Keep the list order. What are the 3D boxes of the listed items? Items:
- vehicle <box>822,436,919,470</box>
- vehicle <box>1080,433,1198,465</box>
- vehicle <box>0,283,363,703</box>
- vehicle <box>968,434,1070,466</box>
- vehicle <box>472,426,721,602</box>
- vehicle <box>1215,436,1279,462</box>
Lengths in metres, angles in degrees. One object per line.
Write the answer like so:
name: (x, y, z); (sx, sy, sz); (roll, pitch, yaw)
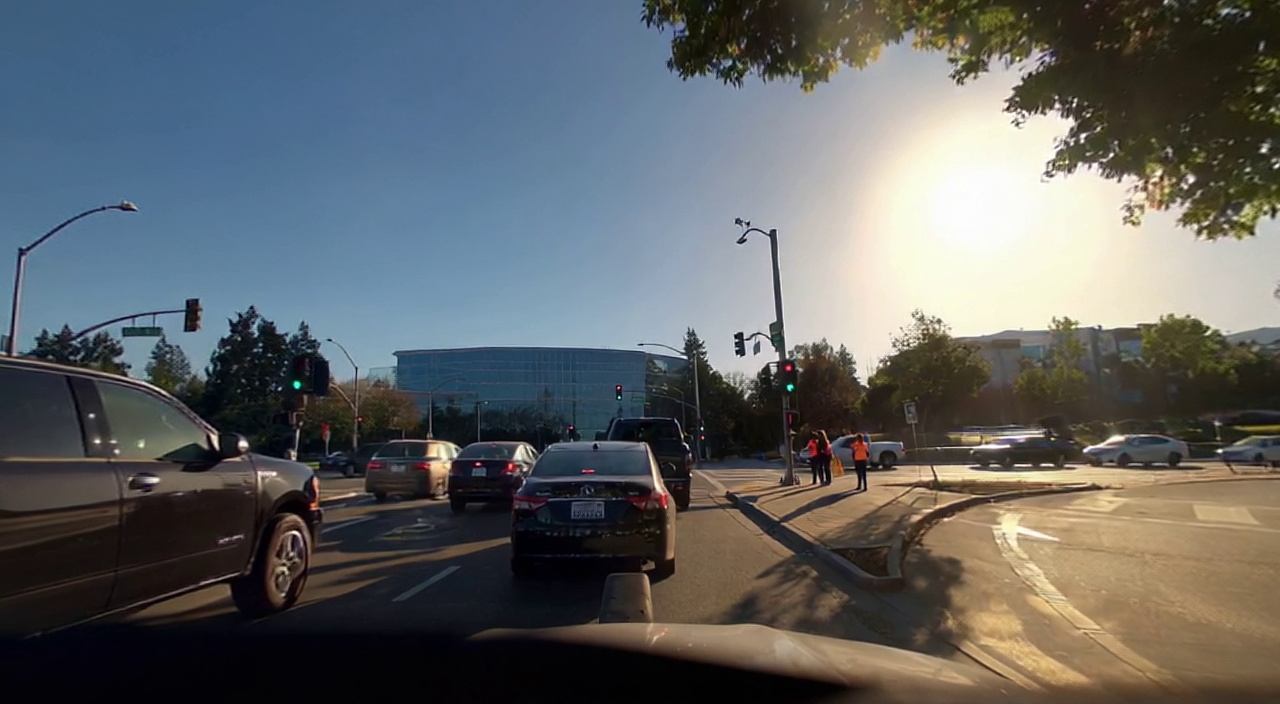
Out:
vehicle: (12.215, 5.388, 33.577); (4.394, 1.724, 1.886); (0, -9, 1)
vehicle: (28.951, 5.623, 36.667); (4.967, 1.794, 2.044); (0, -9, 2)
vehicle: (-3.676, 0.802, 3.139); (2.202, 1.961, 4.980); (0, -9, 1)
vehicle: (21.946, 5.700, 36.670); (4.529, 1.786, 2.110); (0, -9, 2)
vehicle: (-0.374, 1.740, 7.732); (2.144, 1.497, 4.446); (0, -9, 0)
vehicle: (36.261, 5.548, 36.108); (4.643, 1.464, 1.840); (-1, -9, 3)
